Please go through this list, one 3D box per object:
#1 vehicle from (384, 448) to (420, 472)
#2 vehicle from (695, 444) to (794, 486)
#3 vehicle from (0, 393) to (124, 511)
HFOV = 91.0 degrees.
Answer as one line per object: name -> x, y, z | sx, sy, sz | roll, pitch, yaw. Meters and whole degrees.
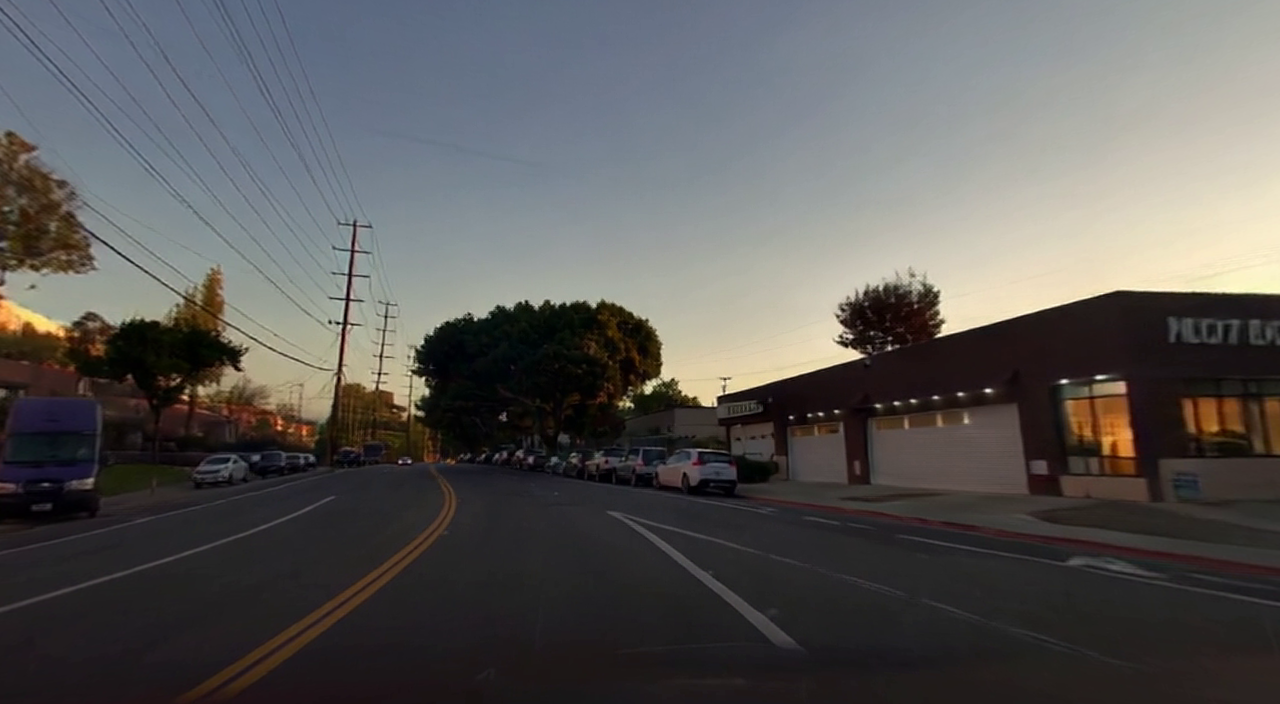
vehicle -> -16.460, 7.444, 43.553 | 2.122, 1.517, 4.465 | 3, -9, -20
vehicle -> 4.490, 4.683, 26.502 | 2.074, 1.526, 4.853 | -7, -10, 36
vehicle -> -15.667, 2.643, 16.869 | 1.716, 2.808, 3.001 | -2, -7, -16
